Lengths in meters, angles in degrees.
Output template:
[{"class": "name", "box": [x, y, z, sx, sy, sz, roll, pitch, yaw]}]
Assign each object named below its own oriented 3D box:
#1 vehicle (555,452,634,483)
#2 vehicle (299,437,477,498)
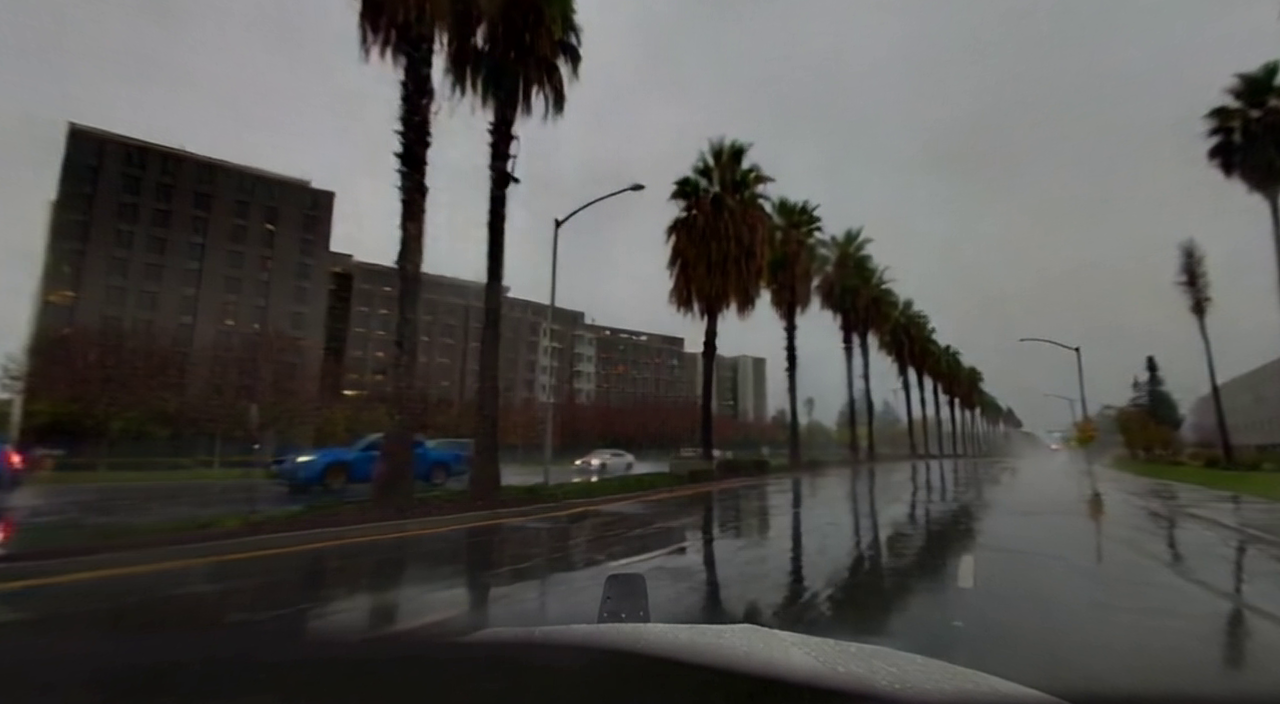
[{"class": "vehicle", "box": [-2.401, 6.245, 34.382, 1.915, 1.490, 4.763, -5, -10, 30]}, {"class": "vehicle", "box": [-8.919, 4.121, 22.974, 2.273, 1.890, 5.841, -5, -10, 29]}]
